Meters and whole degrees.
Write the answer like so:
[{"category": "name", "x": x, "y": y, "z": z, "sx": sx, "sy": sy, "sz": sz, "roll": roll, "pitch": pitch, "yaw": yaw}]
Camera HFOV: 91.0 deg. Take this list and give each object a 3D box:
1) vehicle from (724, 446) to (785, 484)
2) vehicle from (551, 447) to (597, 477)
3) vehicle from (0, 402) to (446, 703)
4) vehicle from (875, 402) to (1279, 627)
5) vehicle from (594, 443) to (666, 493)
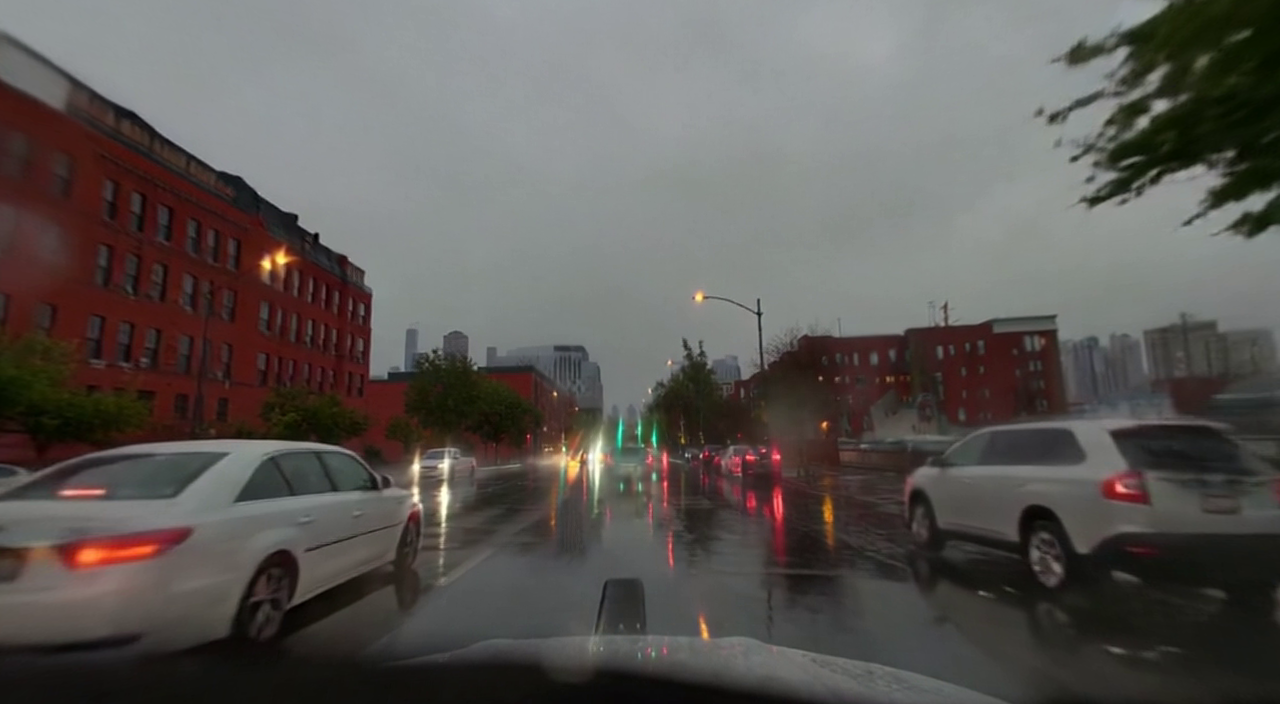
[{"category": "vehicle", "x": 4.951, "y": 4.932, "z": 27.804, "sx": 1.832, "sy": 1.491, "sz": 4.054, "roll": 1, "pitch": -8, "yaw": -2}, {"category": "vehicle", "x": -3.631, "y": 6.124, "z": 35.317, "sx": 1.972, "sy": 1.560, "sz": 4.066, "roll": 0, "pitch": -8, "yaw": 2}, {"category": "vehicle", "x": -3.432, "y": 1.363, "z": 5.445, "sx": 1.934, "sy": 1.548, "sz": 4.635, "roll": 0, "pitch": -8, "yaw": 1}, {"category": "vehicle", "x": 4.871, "y": 1.635, "z": 7.421, "sx": 2.123, "sy": 1.736, "sz": 4.795, "roll": 1, "pitch": -8, "yaw": -3}, {"category": "vehicle", "x": -0.323, "y": 3.902, "z": 21.631, "sx": 2.230, "sy": 1.518, "sz": 4.113, "roll": 0, "pitch": -8, "yaw": -1}]
